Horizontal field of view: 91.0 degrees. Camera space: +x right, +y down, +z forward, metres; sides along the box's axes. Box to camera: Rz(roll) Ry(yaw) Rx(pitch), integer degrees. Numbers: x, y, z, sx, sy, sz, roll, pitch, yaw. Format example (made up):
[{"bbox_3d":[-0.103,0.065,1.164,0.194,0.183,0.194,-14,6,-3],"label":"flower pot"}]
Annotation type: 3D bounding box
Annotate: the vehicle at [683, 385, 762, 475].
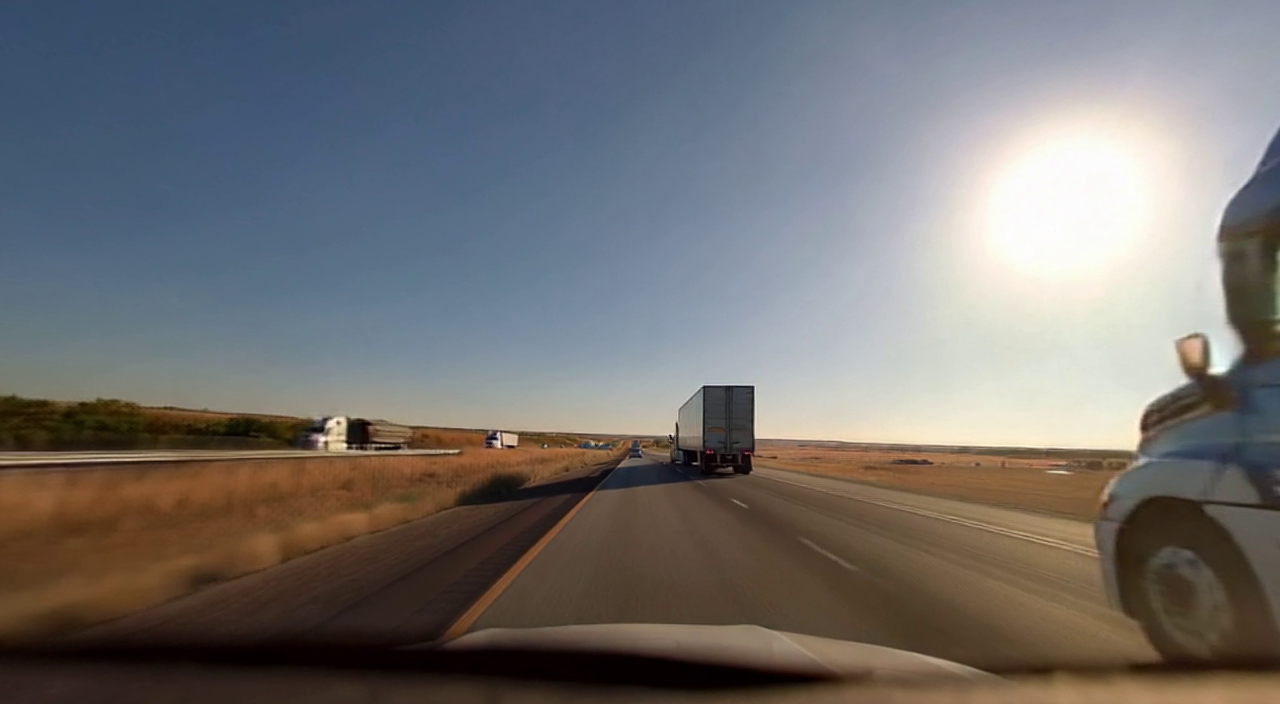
[{"bbox_3d":[4.341,4.663,36.213,2.818,4.206,12.987,0,-9,0],"label":"vehicle"}]
